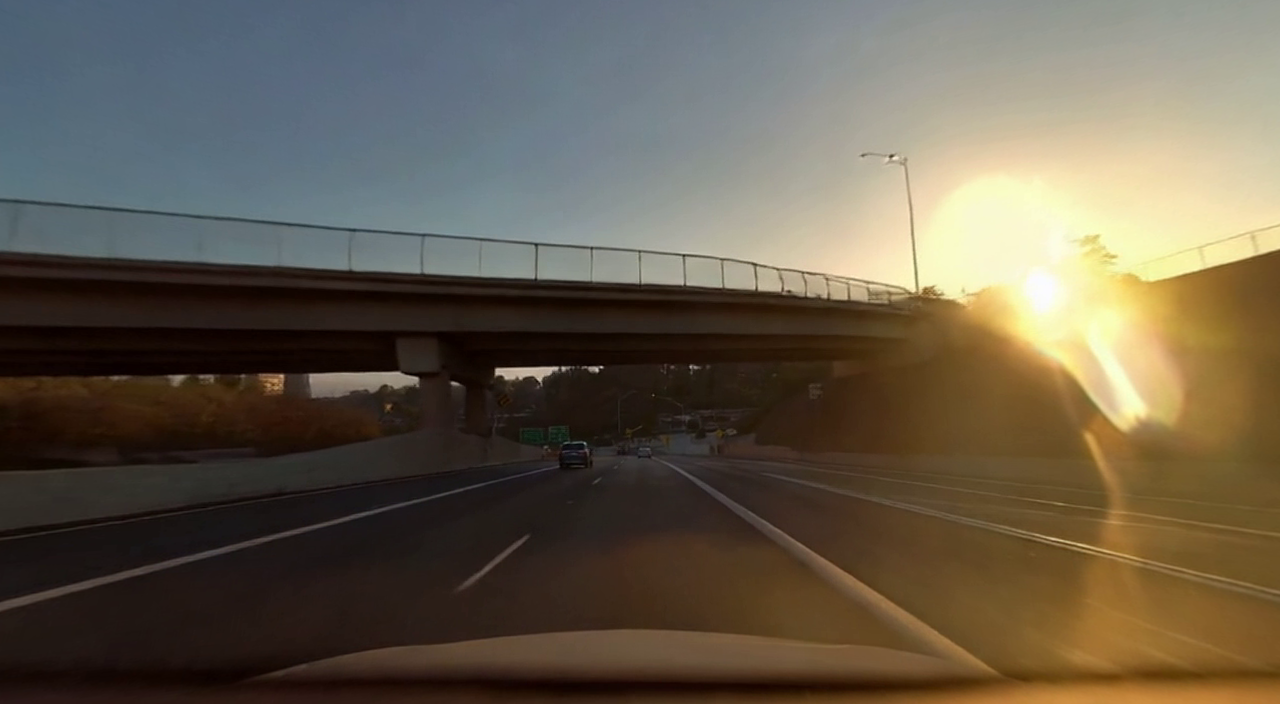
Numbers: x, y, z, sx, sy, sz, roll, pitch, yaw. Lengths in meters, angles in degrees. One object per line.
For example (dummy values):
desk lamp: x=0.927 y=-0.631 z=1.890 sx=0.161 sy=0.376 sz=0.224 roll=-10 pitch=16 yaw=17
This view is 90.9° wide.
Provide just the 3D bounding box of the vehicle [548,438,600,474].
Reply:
vehicle: x=-3.297 y=5.325 z=32.490 sx=2.072 sy=1.706 sz=4.359 roll=0 pitch=-8 yaw=2
